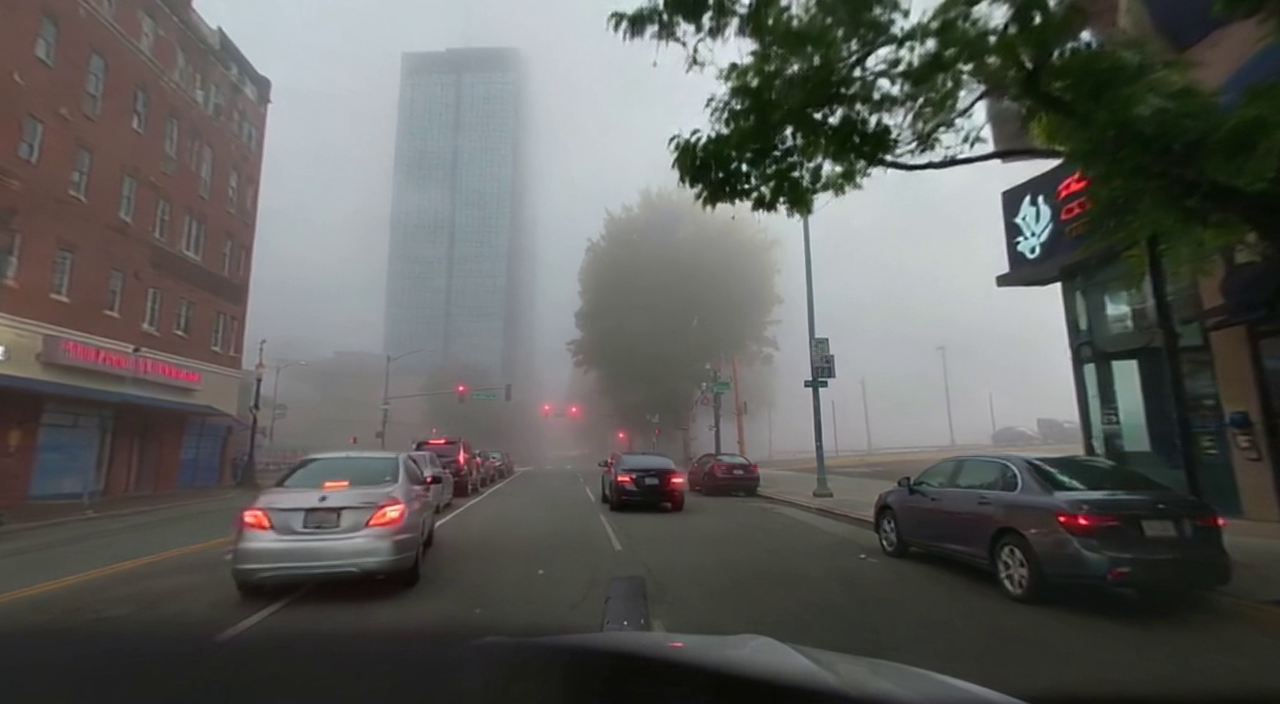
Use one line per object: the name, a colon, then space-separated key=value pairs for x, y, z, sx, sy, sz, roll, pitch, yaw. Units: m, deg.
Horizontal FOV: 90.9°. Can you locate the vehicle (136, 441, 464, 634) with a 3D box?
vehicle: x=-3.248 y=1.762 z=7.242 sx=2.169 sy=1.427 sz=4.531 roll=2 pitch=-9 yaw=-13

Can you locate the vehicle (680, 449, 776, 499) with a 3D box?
vehicle: x=2.784 y=3.988 z=21.087 sx=1.956 sy=1.446 sz=4.537 roll=1 pitch=-9 yaw=-8

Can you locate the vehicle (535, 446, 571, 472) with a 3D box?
vehicle: x=-5.422 y=6.666 z=39.532 sx=2.102 sy=1.521 sz=4.078 roll=1 pitch=-9 yaw=-7

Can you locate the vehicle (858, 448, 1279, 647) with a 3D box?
vehicle: x=4.322 y=1.892 z=7.170 sx=1.986 sy=1.555 sz=3.879 roll=1 pitch=-9 yaw=-5

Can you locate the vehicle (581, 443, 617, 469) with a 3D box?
vehicle: x=-3.142 y=7.772 z=47.444 sx=2.418 sy=1.816 sz=4.300 roll=1 pitch=-9 yaw=-7

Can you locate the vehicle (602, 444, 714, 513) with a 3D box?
vehicle: x=0.274 y=3.097 z=16.041 sx=2.150 sy=1.464 sz=4.467 roll=1 pitch=-9 yaw=-7
